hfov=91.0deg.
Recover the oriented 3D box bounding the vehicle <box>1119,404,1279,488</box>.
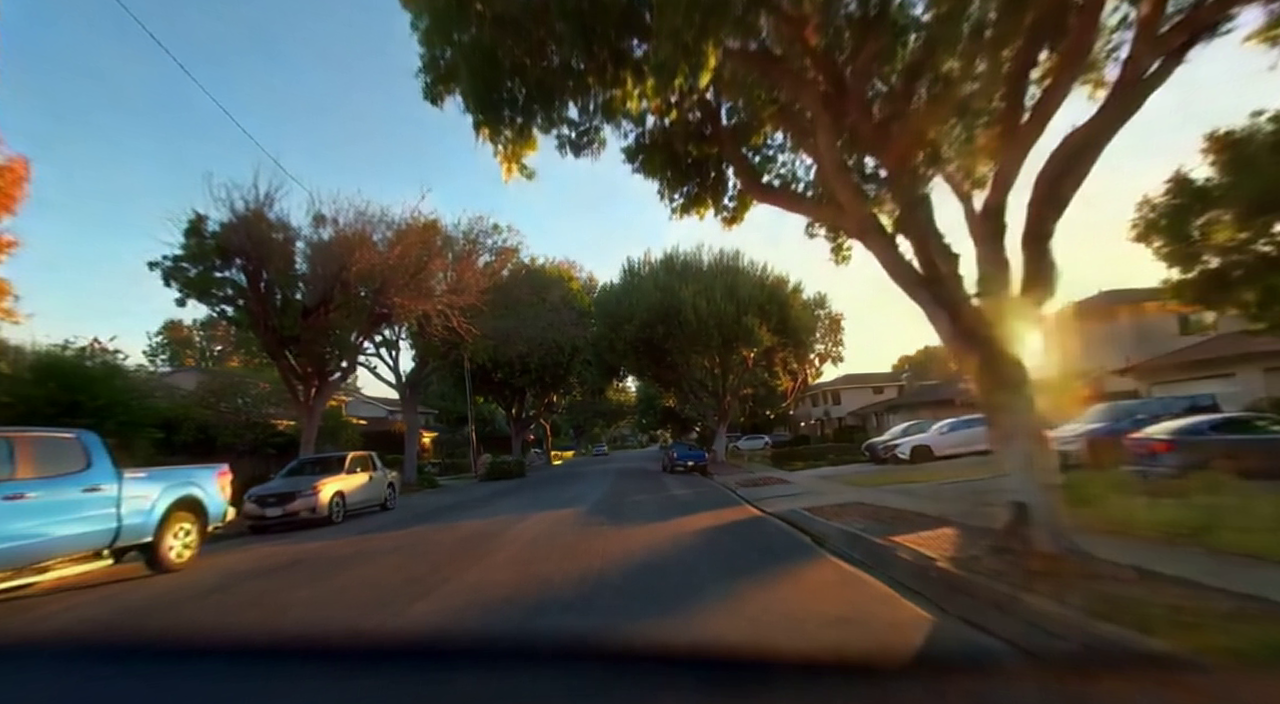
[{"bbox_3d":[12.122,1.783,11.987,4.390,1.457,1.861,0,-9,2],"label":"vehicle"}]

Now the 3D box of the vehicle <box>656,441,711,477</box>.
[{"bbox_3d":[1.848,4.745,28.208,2.006,1.494,4.211,0,-9,-2],"label":"vehicle"}]

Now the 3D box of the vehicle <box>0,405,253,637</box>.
[{"bbox_3d":[-6.580,1.514,5.862,2.329,1.947,5.455,0,-9,2],"label":"vehicle"}]

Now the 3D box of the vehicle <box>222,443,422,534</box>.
[{"bbox_3d":[-6.518,2.805,13.646,1.995,1.608,4.596,0,-9,-1],"label":"vehicle"}]

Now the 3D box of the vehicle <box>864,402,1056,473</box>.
[{"bbox_3d":[10.473,2.845,20.933,5.097,1.824,2.113,-4,-9,-1],"label":"vehicle"}]
